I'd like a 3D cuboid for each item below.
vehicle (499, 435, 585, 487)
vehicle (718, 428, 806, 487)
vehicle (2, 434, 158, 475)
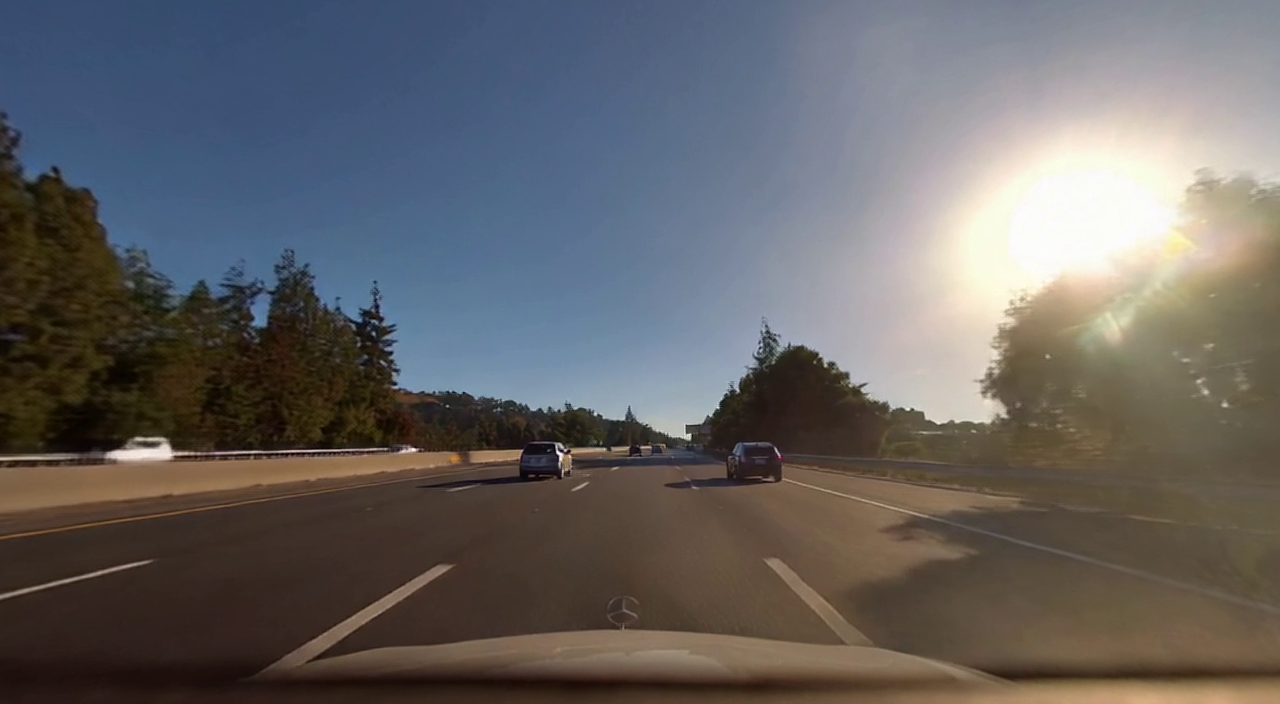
[{"bbox_3d":[-3.244,3.703,21.698,2.166,1.608,4.297,0,-8,2],"label":"vehicle"},{"bbox_3d":[4.090,3.627,21.853,2.149,1.796,4.487,0,-8,0],"label":"vehicle"},{"bbox_3d":[-24.468,4.509,27.790,1.959,1.618,5.251,0,-8,2],"label":"vehicle"}]
